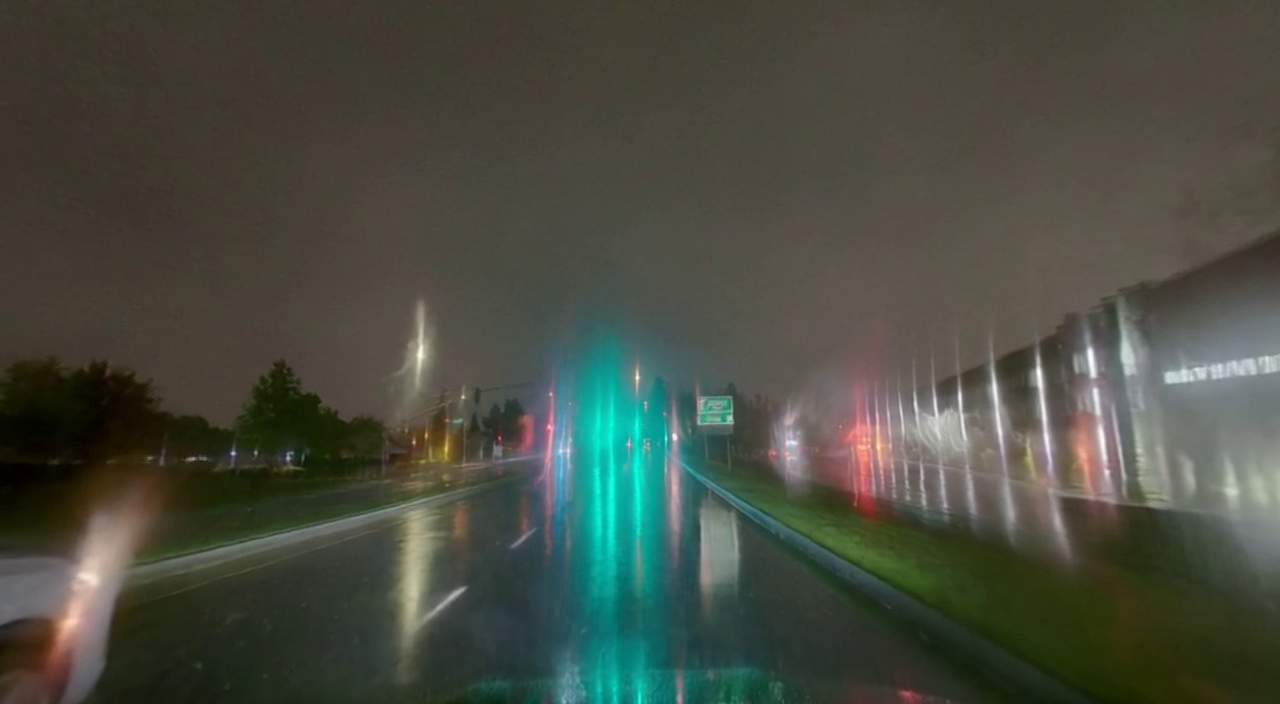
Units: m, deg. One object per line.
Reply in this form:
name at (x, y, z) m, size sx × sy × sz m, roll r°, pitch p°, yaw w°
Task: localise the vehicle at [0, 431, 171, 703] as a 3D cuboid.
vehicle at (-3.678, 0.873, 1.183) m, size 1.972 × 1.490 × 4.591 m, roll 0°, pitch -8°, yaw 1°
